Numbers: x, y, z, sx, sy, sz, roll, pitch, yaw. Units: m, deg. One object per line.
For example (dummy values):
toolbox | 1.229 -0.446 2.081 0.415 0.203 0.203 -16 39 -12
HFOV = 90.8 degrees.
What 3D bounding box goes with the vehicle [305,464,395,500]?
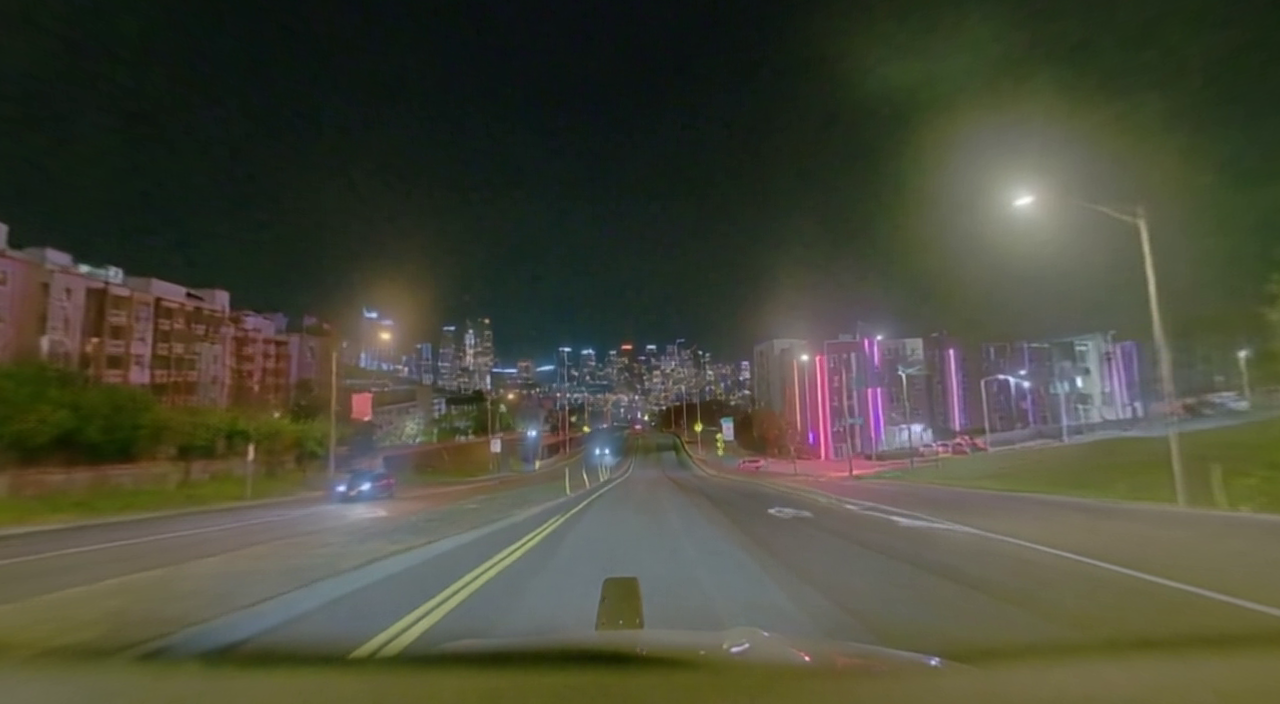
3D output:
vehicle | -13.063 5.876 28.808 1.989 1.461 4.426 0 -10 0
